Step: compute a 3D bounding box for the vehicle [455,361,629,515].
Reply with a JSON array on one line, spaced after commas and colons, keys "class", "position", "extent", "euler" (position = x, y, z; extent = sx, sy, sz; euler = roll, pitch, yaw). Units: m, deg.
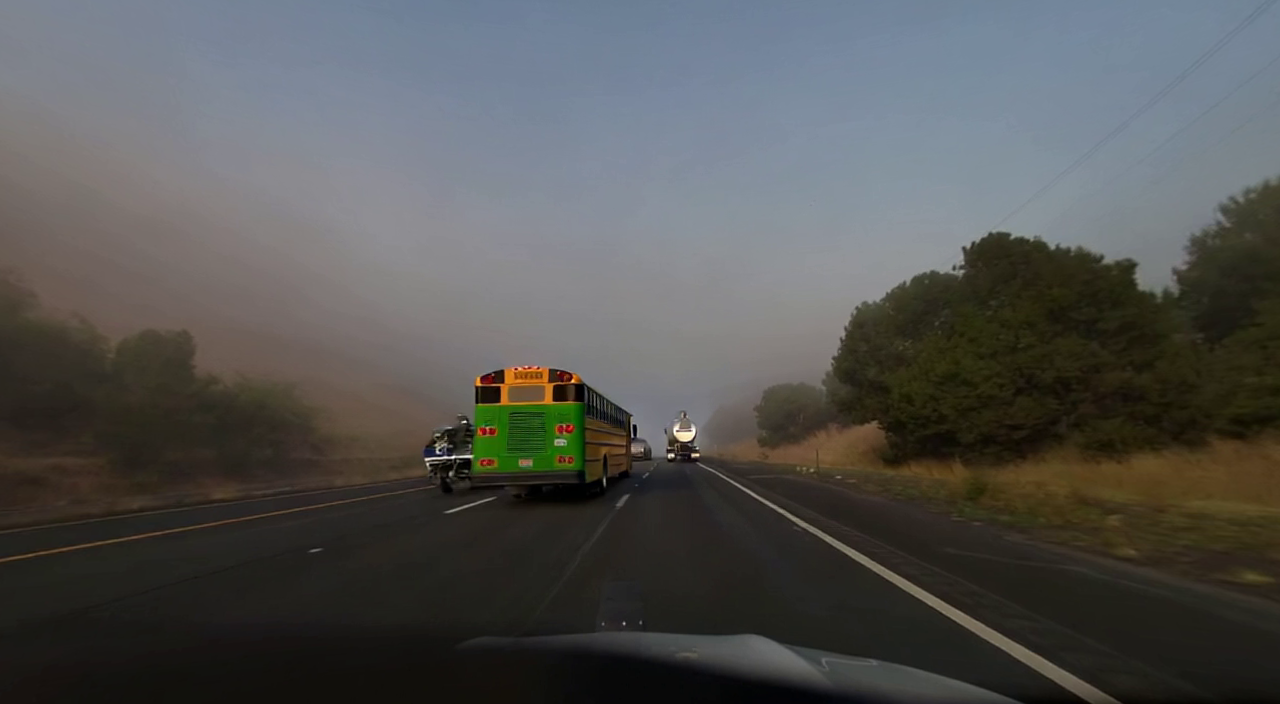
[{"class": "vehicle", "position": [-2.169, 2.576, 18.714], "extent": [2.948, 3.265, 10.569], "euler": [0, -8, 3]}]

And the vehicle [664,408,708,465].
[{"class": "vehicle", "position": [3.160, 6.057, 44.750], "extent": [2.716, 3.705, 7.018], "euler": [0, -9, 1]}]
